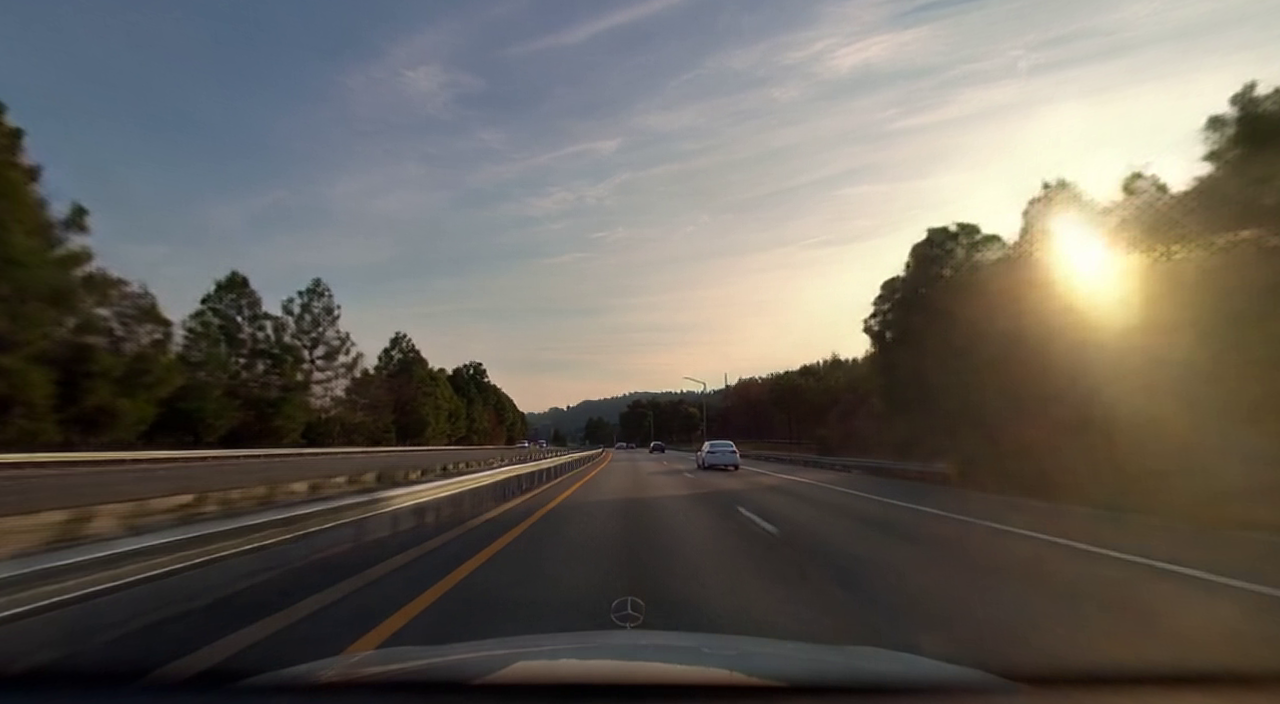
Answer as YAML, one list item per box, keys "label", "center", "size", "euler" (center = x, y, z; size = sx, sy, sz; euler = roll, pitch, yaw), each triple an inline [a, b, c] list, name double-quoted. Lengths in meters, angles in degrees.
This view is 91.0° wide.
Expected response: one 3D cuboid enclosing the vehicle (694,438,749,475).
- label: "vehicle"
  center: [3.620, 4.726, 28.654]
  size: [1.945, 1.538, 3.729]
  euler: [0, -8, -1]
